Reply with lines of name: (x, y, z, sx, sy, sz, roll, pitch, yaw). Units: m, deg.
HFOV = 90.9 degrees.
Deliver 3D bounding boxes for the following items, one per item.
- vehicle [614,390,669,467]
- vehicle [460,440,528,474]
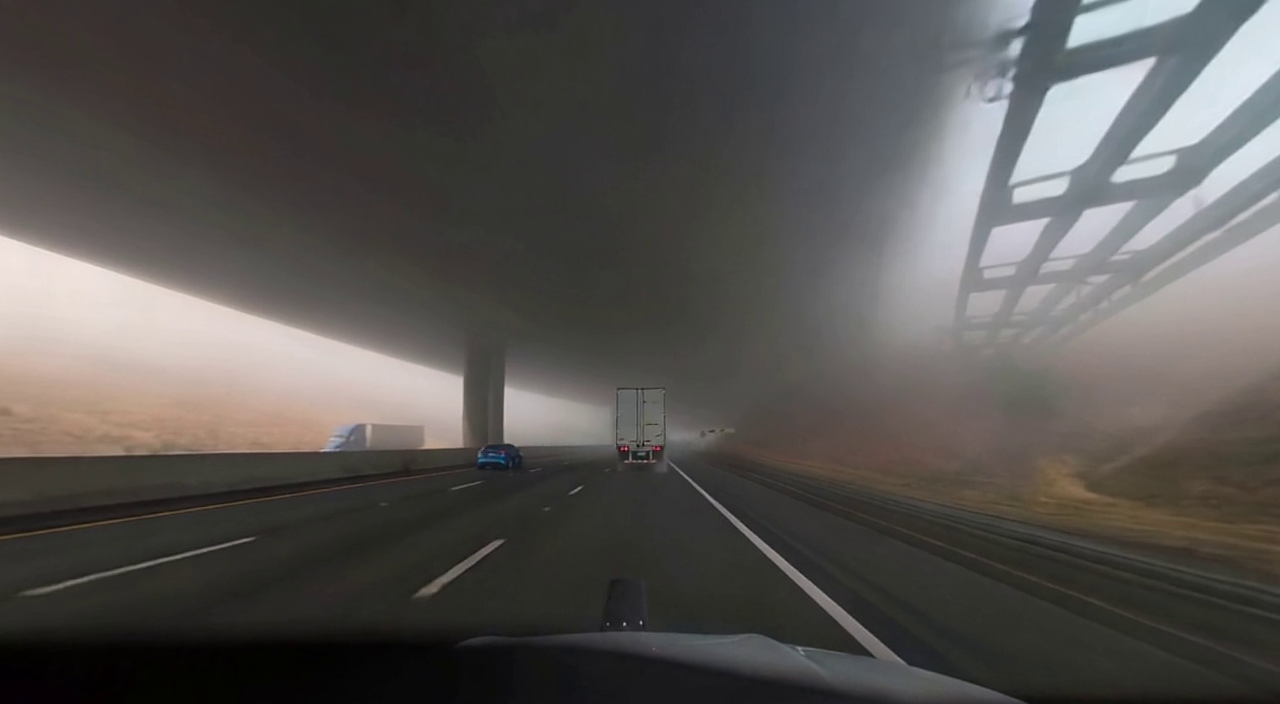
vehicle: (0.061, 4.839, 38.810, 2.866, 4.014, 11.261, 0, -8, 0)
vehicle: (-6.965, 5.043, 30.585, 2.078, 1.496, 4.563, 0, -8, 1)
